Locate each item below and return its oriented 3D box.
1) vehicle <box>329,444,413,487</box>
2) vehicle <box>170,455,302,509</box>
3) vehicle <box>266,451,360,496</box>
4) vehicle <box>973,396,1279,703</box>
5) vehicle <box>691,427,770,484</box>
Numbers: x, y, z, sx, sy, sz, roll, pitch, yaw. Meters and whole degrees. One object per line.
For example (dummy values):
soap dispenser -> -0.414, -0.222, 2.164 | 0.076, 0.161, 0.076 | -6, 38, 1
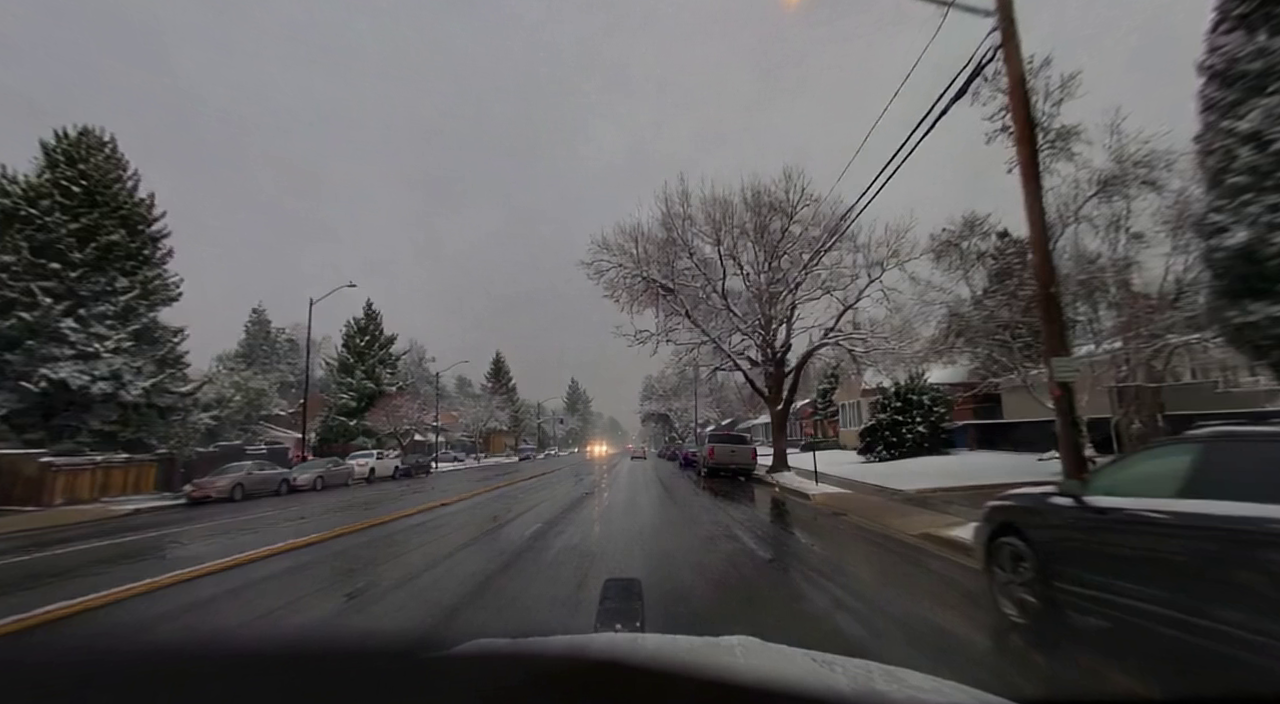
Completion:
vehicle -> -13.963, 5.912, 33.158 | 2.213, 1.903, 5.326 | -5, -9, -2
vehicle -> -13.985, 4.496, 22.180 | 2.017, 1.574, 4.024 | -4, -10, -1
vehicle -> -13.949, 5.158, 27.232 | 1.772, 1.736, 4.020 | 0, -9, 1
vehicle -> 3.795, 0.974, 2.559 | 2.071, 1.610, 5.193 | 0, -9, 0
vehicle -> 3.511, 4.227, 26.000 | 2.327, 2.026, 6.259 | 0, -9, 0
